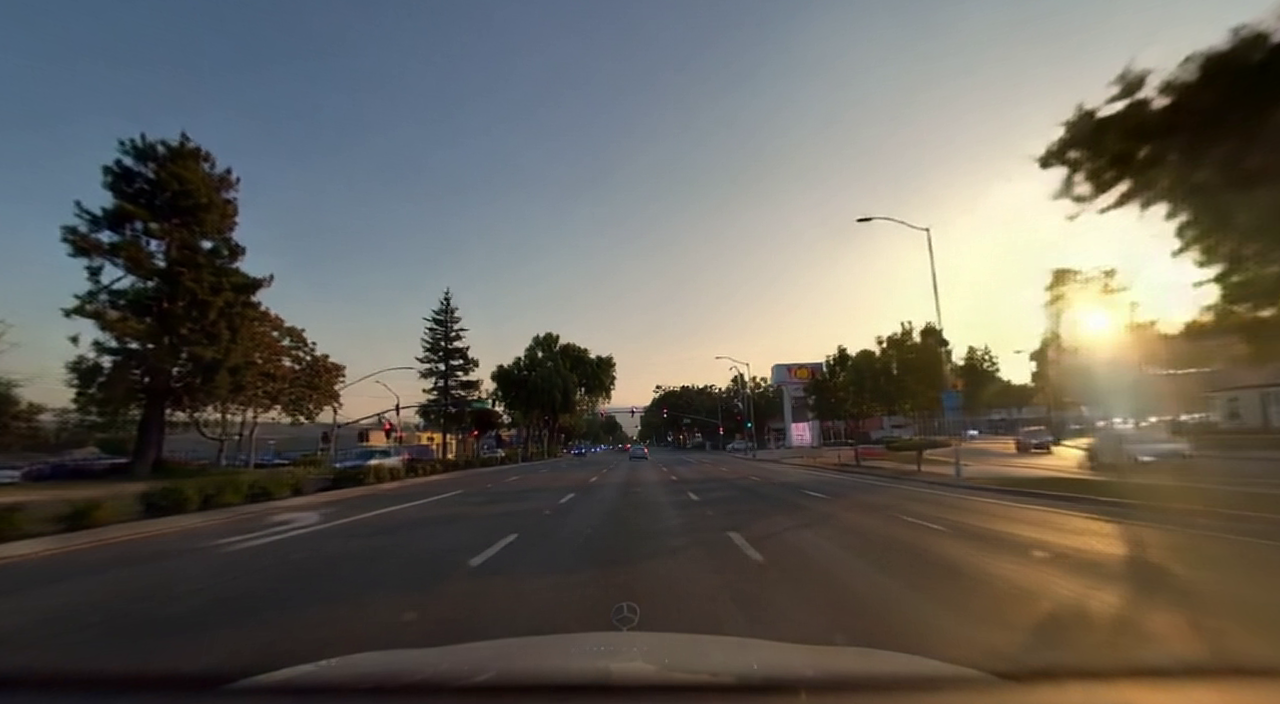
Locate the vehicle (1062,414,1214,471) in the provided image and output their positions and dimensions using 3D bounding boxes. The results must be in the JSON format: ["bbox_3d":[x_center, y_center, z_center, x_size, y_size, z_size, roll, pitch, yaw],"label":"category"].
[{"bbox_3d":[16.121,2.994,20.831,1.944,1.646,4.594,-2,-9,11],"label":"vehicle"}]

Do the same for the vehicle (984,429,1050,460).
[{"bbox_3d":[19.308,4.776,32.506,1.767,1.466,3.855,-2,-9,14],"label":"vehicle"}]

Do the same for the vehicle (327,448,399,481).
[{"bbox_3d":[-14.790,6.010,33.991,2.020,1.645,4.146,0,-8,-1],"label":"vehicle"}]
